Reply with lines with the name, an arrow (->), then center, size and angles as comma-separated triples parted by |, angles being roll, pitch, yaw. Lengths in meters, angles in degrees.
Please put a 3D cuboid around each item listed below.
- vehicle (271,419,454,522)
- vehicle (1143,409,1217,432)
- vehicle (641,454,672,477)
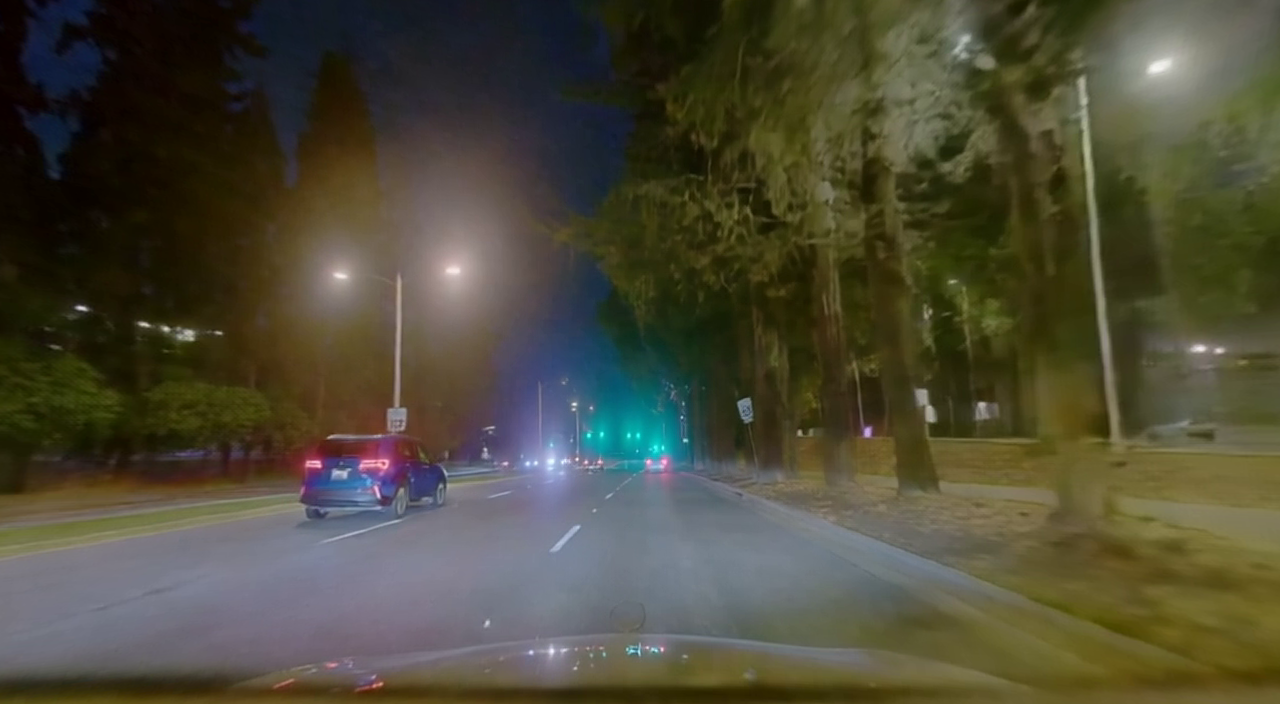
vehicle -> -5.837, 2.536, 13.961 | 2.027, 1.908, 4.273 | 0, -9, 1
vehicle -> 39.224, 5.022, 45.870 | 1.772, 1.504, 4.322 | -1, -9, 5
vehicle -> 1.124, 7.980, 44.553 | 2.091, 1.494, 3.962 | 0, -9, 0
